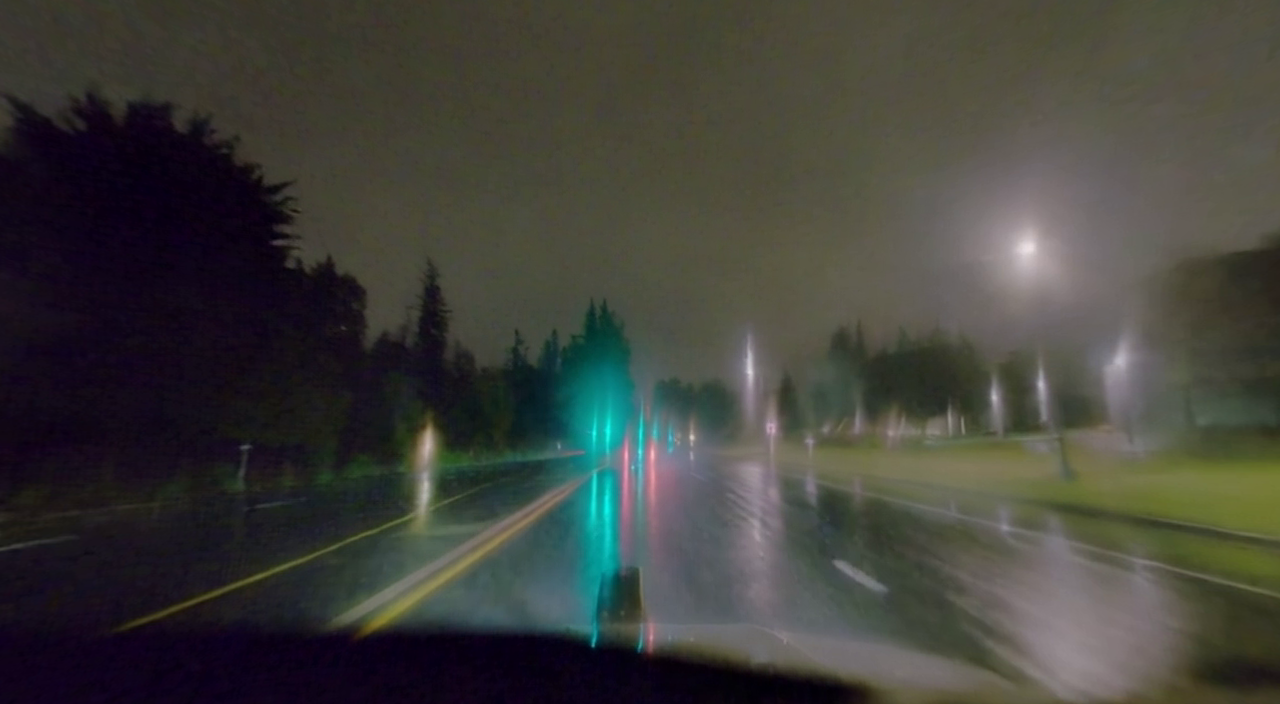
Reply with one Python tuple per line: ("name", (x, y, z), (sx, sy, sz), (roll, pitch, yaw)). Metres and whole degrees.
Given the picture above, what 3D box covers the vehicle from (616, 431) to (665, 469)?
("vehicle", (0.041, 4.808, 30.911), (2.256, 1.734, 4.176), (0, -8, 0))
